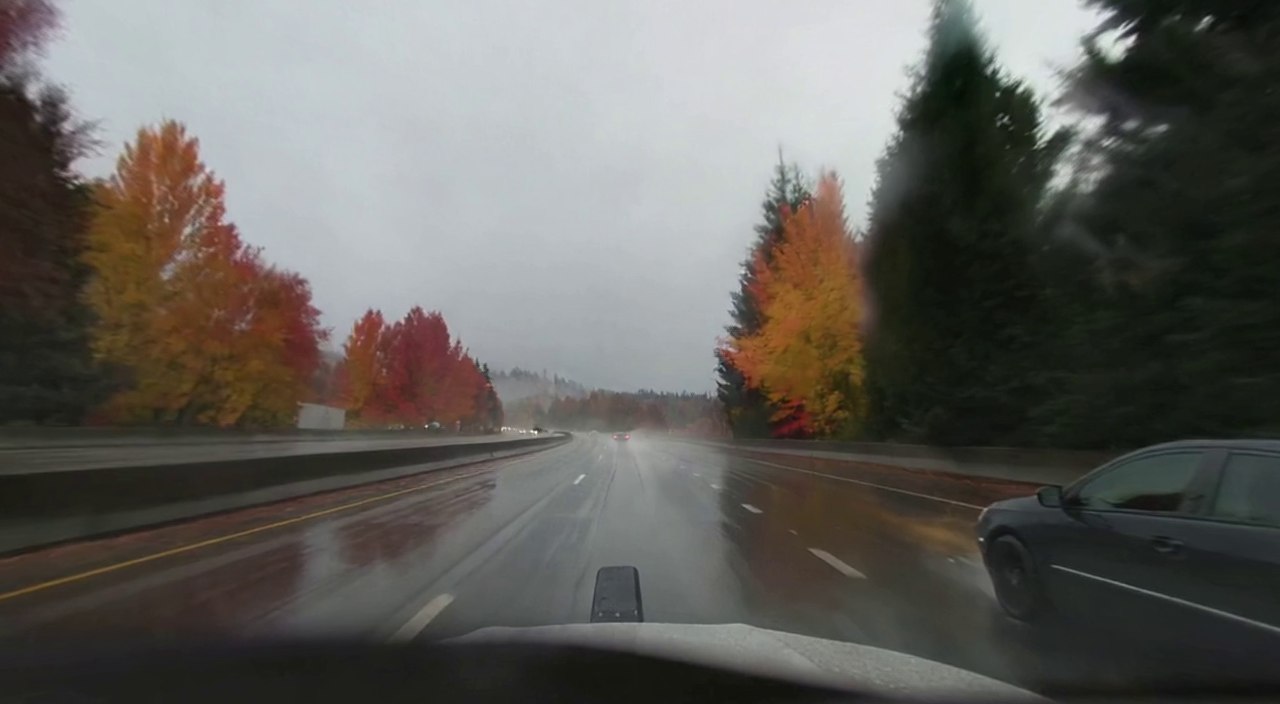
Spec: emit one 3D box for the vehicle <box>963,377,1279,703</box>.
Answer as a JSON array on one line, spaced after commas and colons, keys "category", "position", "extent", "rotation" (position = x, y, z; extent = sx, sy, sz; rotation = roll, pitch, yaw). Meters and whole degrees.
[{"category": "vehicle", "position": [3.663, 0.928, 2.804], "extent": [2.123, 1.577, 4.299], "rotation": [0, -8, 0]}]
